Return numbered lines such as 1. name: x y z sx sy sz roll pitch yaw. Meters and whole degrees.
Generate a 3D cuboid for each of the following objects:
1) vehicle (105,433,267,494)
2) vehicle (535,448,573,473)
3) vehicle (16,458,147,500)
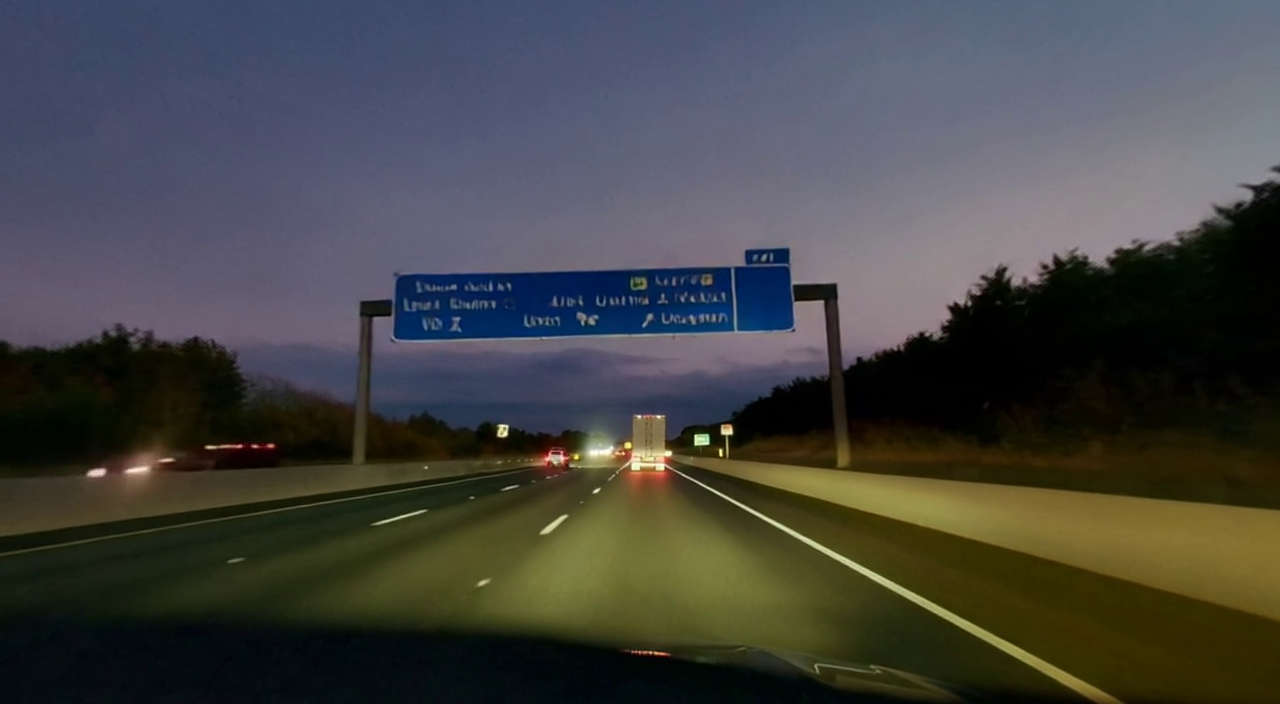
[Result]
1. vehicle: -20.609 5.118 29.241 2.562 2.458 6.575 0 -9 0
2. vehicle: -6.386 8.093 47.361 2.119 1.754 4.404 0 -9 1
3. vehicle: -20.463 4.635 23.310 1.540 1.366 3.516 0 -9 1
